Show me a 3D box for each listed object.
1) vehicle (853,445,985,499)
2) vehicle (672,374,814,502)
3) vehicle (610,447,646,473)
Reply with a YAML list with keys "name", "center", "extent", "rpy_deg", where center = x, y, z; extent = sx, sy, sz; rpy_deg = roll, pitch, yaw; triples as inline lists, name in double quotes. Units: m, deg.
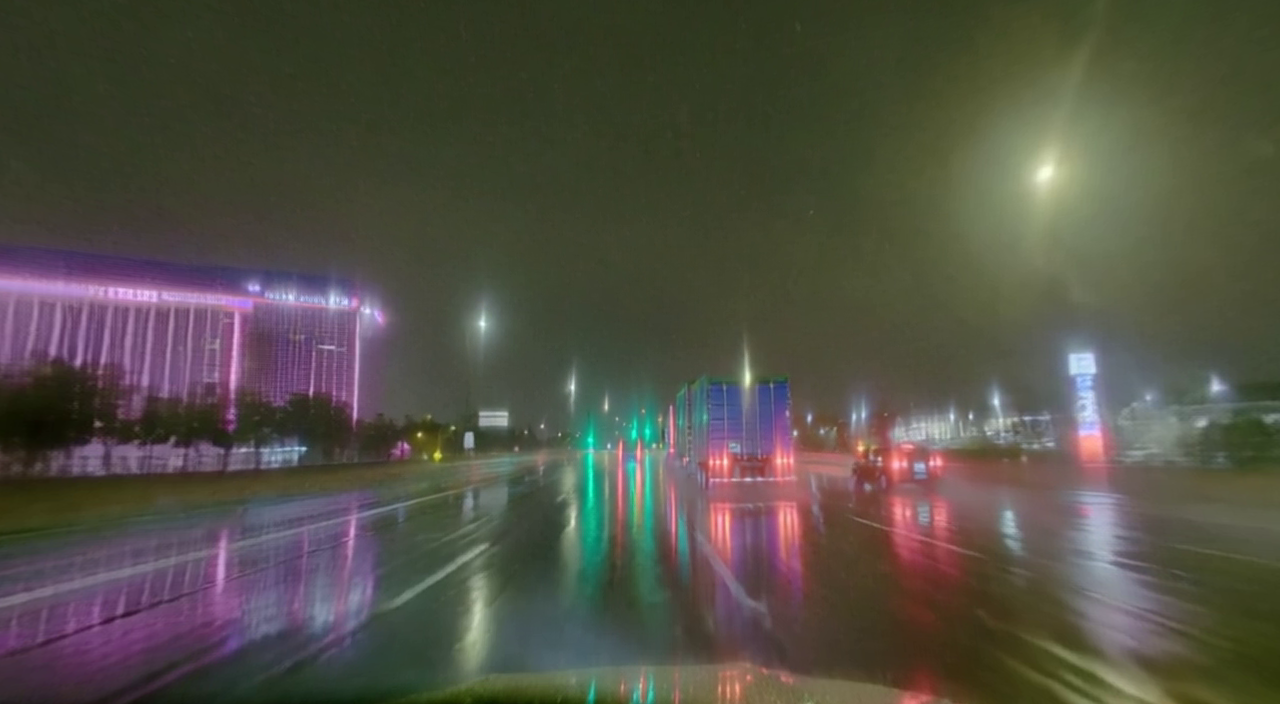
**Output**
- name: "vehicle"
  center: [8.607, 3.700, 20.025]
  extent: [2.105, 1.494, 4.537]
  rpy_deg: [0, -9, 0]
- name: "vehicle"
  center: [2.959, 3.058, 22.106]
  extent: [2.934, 3.325, 10.986]
  rpy_deg: [0, -9, -1]
- name: "vehicle"
  center: [-0.647, 6.085, 35.876]
  extent: [1.929, 1.395, 3.999]
  rpy_deg: [0, -9, 0]
